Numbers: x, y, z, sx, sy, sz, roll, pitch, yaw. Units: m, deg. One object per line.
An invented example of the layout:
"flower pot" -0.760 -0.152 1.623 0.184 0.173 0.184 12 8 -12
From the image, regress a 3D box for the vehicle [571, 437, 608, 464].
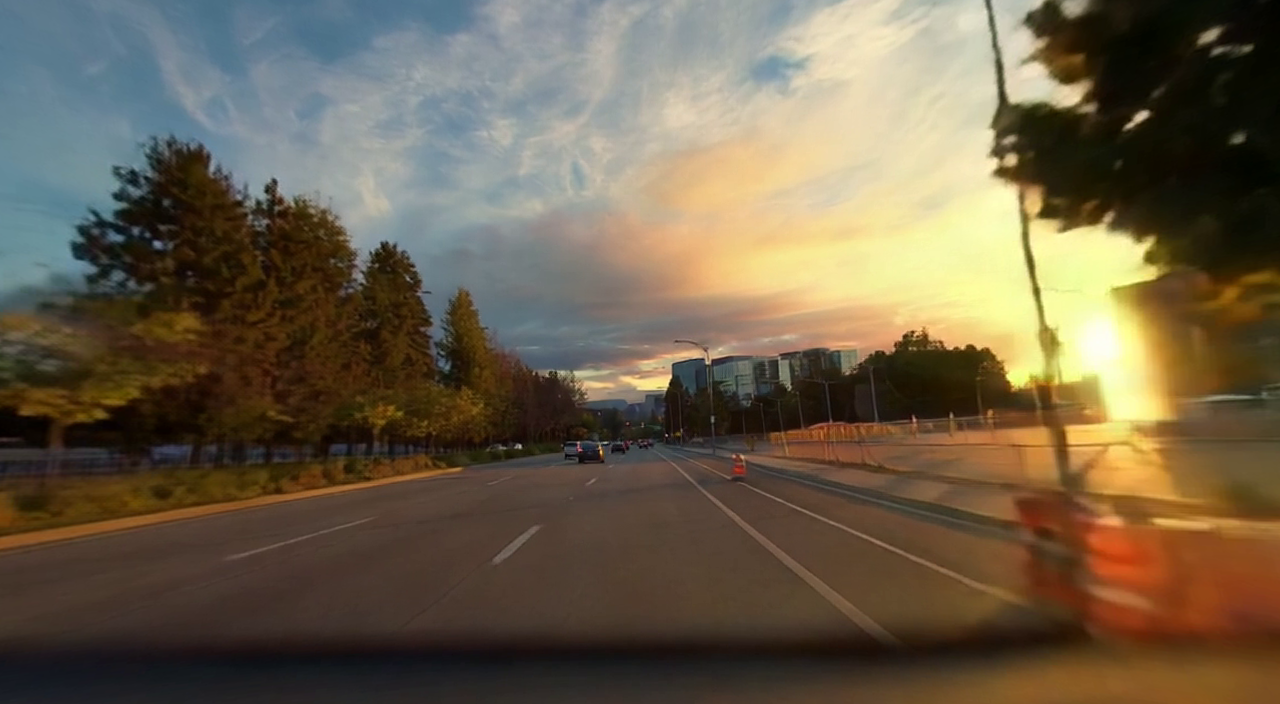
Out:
"vehicle" -3.345 6.641 42.687 2.121 1.654 3.993 0 -8 0
